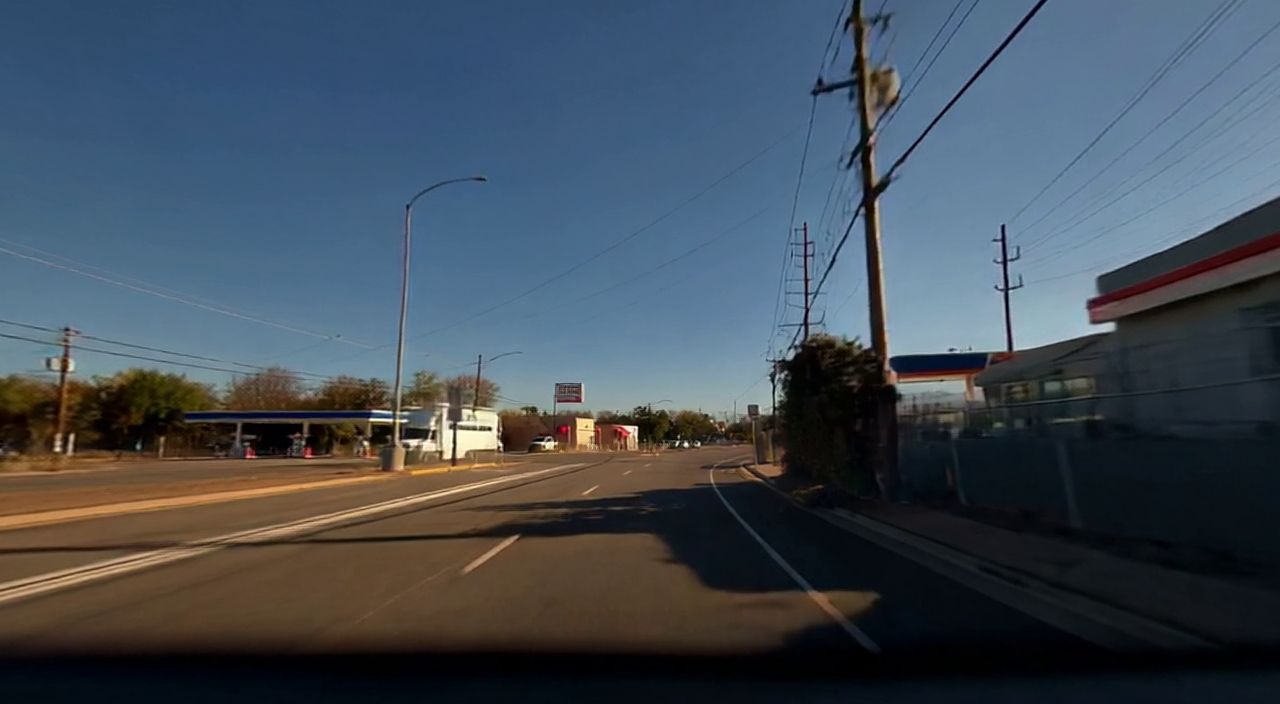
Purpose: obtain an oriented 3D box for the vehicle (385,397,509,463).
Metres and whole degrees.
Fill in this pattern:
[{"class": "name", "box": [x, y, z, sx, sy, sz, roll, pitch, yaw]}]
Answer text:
[{"class": "vehicle", "box": [-12.848, 5.539, 43.545, 2.994, 3.930, 11.114, -2, -9, 12]}]
